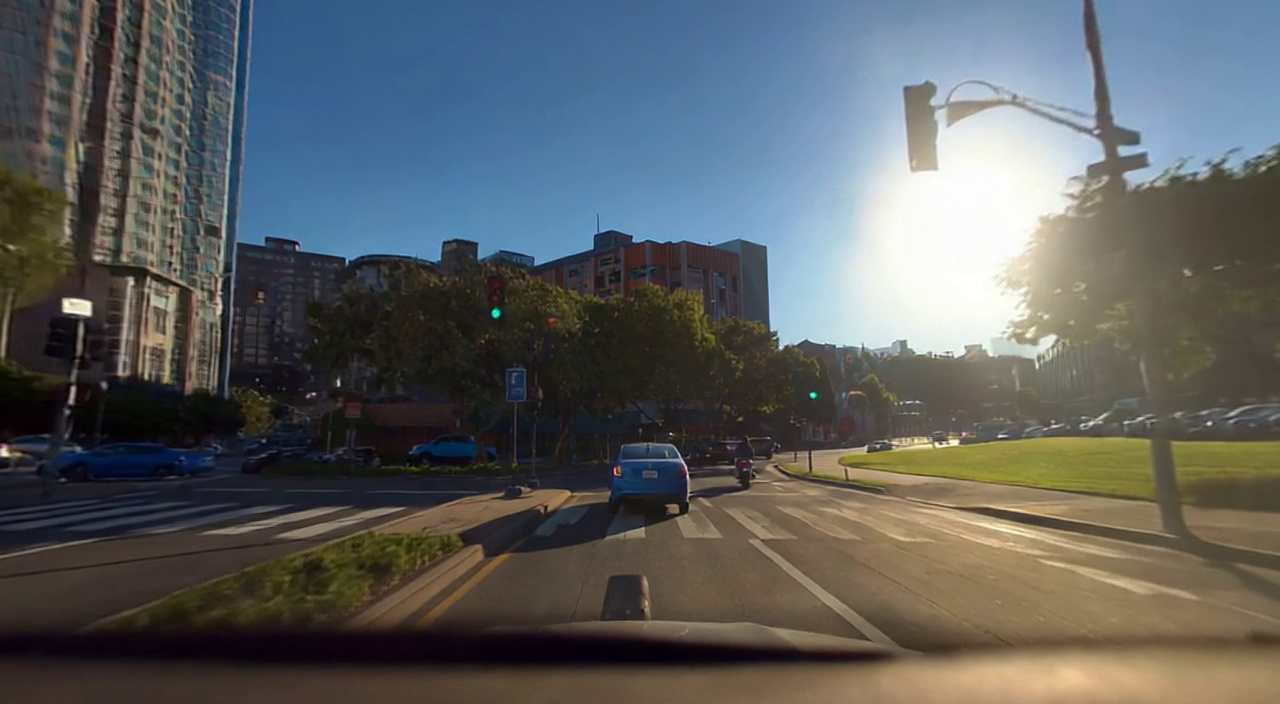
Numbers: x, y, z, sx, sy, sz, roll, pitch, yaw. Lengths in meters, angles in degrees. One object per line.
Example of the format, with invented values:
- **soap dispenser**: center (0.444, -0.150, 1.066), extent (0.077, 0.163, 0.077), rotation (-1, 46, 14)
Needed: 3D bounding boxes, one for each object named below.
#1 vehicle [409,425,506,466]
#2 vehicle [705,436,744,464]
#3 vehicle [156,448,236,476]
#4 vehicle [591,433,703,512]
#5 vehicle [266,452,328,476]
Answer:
- **vehicle**: center (-13.324, 6.882, 46.762), extent (2.287, 2.780, 7.166), rotation (-5, -10, 31)
- **vehicle**: center (5.763, 6.604, 42.667), extent (2.212, 1.790, 4.768), rotation (-2, -8, 12)
- **vehicle**: center (-21.874, 5.394, 31.117), extent (1.433, 1.269, 2.779), rotation (-5, -9, 29)
- **vehicle**: center (0.105, 2.579, 14.007), extent (2.118, 1.480, 3.949), rotation (0, -8, -1)
- **vehicle**: center (-19.185, 6.251, 35.345), extent (1.259, 1.181, 2.744), rotation (-6, -9, 31)
